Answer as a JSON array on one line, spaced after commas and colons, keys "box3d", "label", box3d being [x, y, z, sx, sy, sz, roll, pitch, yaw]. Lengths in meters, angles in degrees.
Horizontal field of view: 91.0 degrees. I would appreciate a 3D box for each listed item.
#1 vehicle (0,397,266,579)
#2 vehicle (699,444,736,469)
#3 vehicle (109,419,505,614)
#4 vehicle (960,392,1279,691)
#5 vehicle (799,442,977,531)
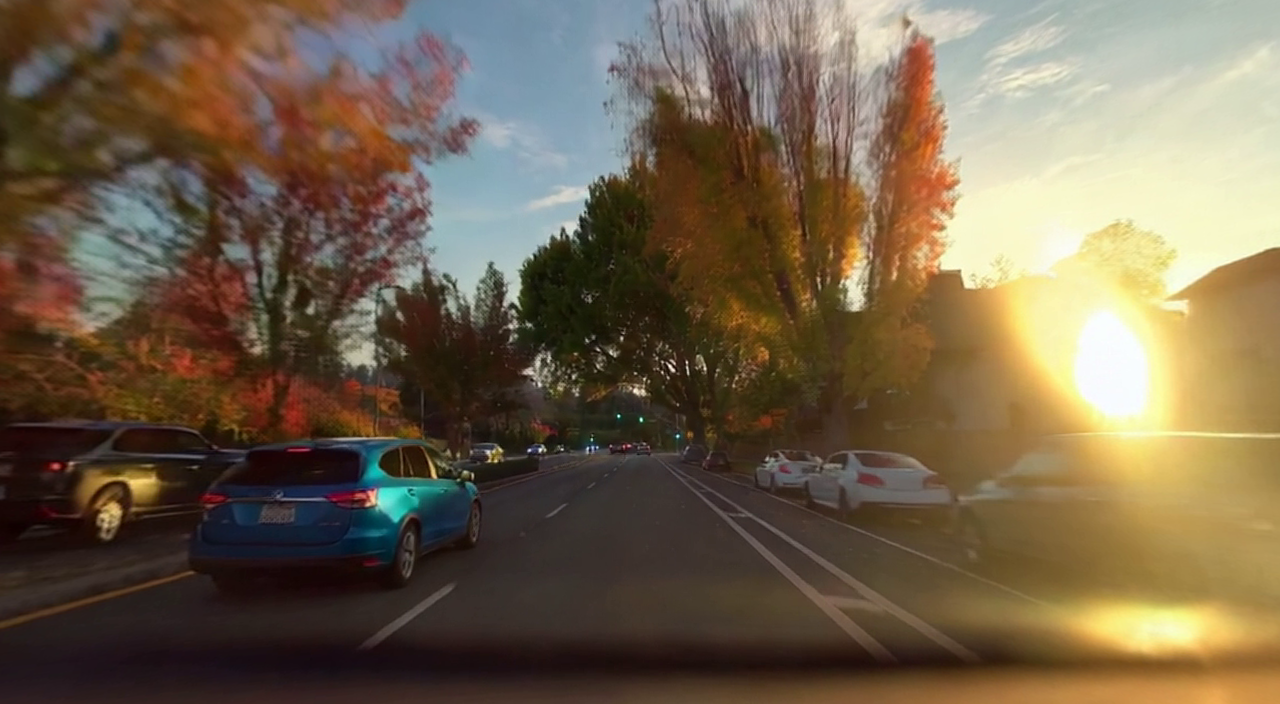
[{"box3d": [-7.147, 1.592, 8.003, 2.034, 1.711, 4.512, 1, -9, -1], "label": "vehicle"}, {"box3d": [4.879, 6.685, 40.372, 1.955, 1.499, 4.536, 0, -9, 2], "label": "vehicle"}, {"box3d": [-3.064, 1.610, 7.161, 1.982, 1.478, 4.465, 0, -9, 1], "label": "vehicle"}, {"box3d": [4.687, 1.296, 4.925, 2.014, 1.700, 4.369, 1, -9, 0], "label": "vehicle"}, {"box3d": [4.828, 2.650, 13.134, 1.889, 1.491, 4.614, 0, -9, 1], "label": "vehicle"}]
